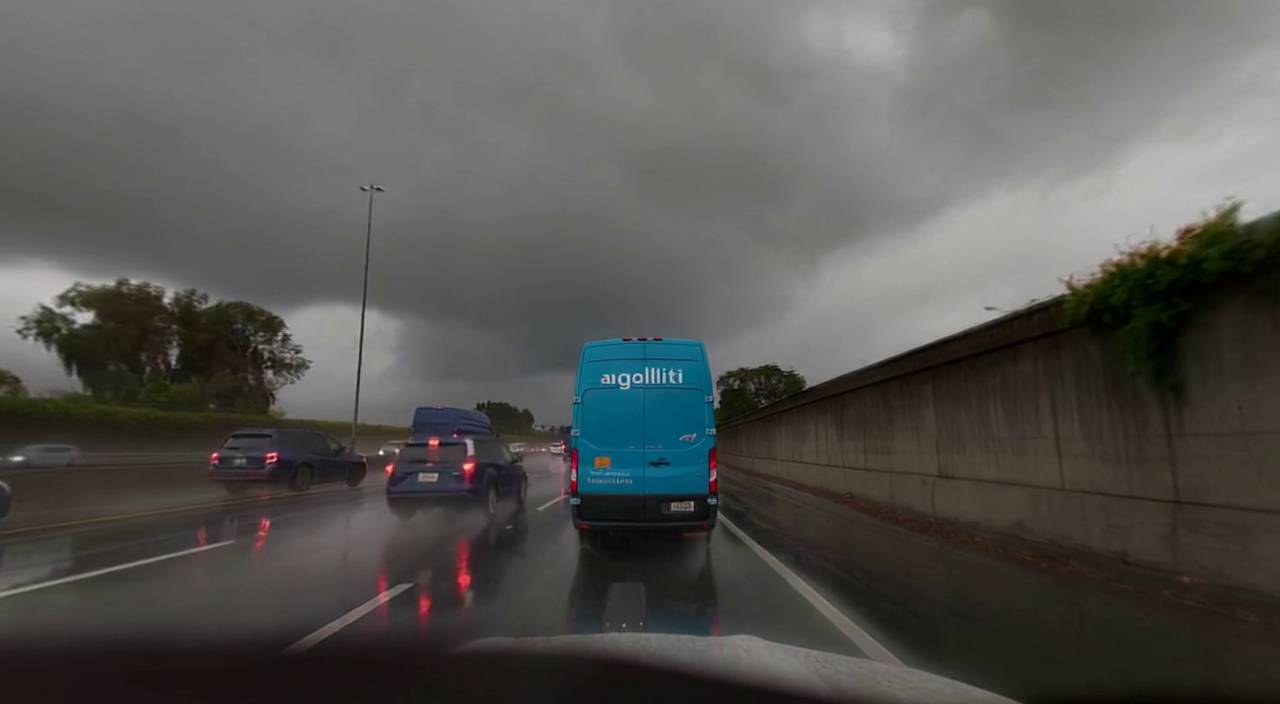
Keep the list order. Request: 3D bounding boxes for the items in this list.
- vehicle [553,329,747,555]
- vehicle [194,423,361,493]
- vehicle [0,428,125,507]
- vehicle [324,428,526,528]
[{"bbox_3d":[0.158,1.544,10.910,2.316,2.738,6.398,0,-9,1],"label":"vehicle"},{"bbox_3d":[-10.812,3.212,19.383,2.061,1.846,4.852,0,-8,3],"label":"vehicle"},{"bbox_3d":[-14.428,2.580,14.246,1.812,1.642,4.323,0,-9,1],"label":"vehicle"},{"bbox_3d":[-3.819,2.331,12.303,2.212,1.551,4.658,0,-8,1],"label":"vehicle"}]
